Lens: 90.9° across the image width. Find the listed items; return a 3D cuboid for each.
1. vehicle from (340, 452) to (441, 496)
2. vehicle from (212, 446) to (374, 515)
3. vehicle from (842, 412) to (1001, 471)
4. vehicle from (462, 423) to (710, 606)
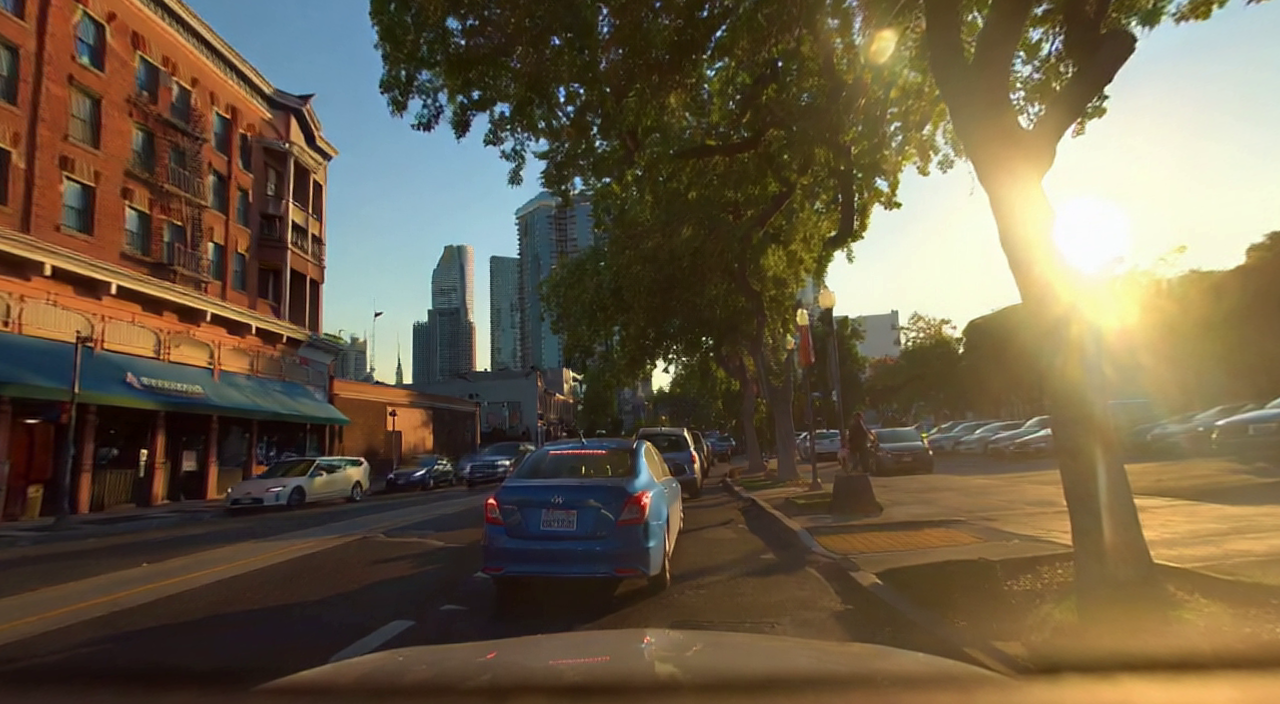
[{"bbox_3d":[-10.255,5.029,26.276,1.826,1.432,4.556,-7,-9,8],"label":"vehicle"},{"bbox_3d":[-11.005,4.065,20.585,2.081,1.718,5.342,-6,-9,3],"label":"vehicle"},{"bbox_3d":[9.013,2.831,20.216,4.558,1.528,1.915,0,-8,-23],"label":"vehicle"},{"bbox_3d":[-0.271,1.636,7.290,1.939,1.478,3.922,-2,-8,9],"label":"vehicle"}]
